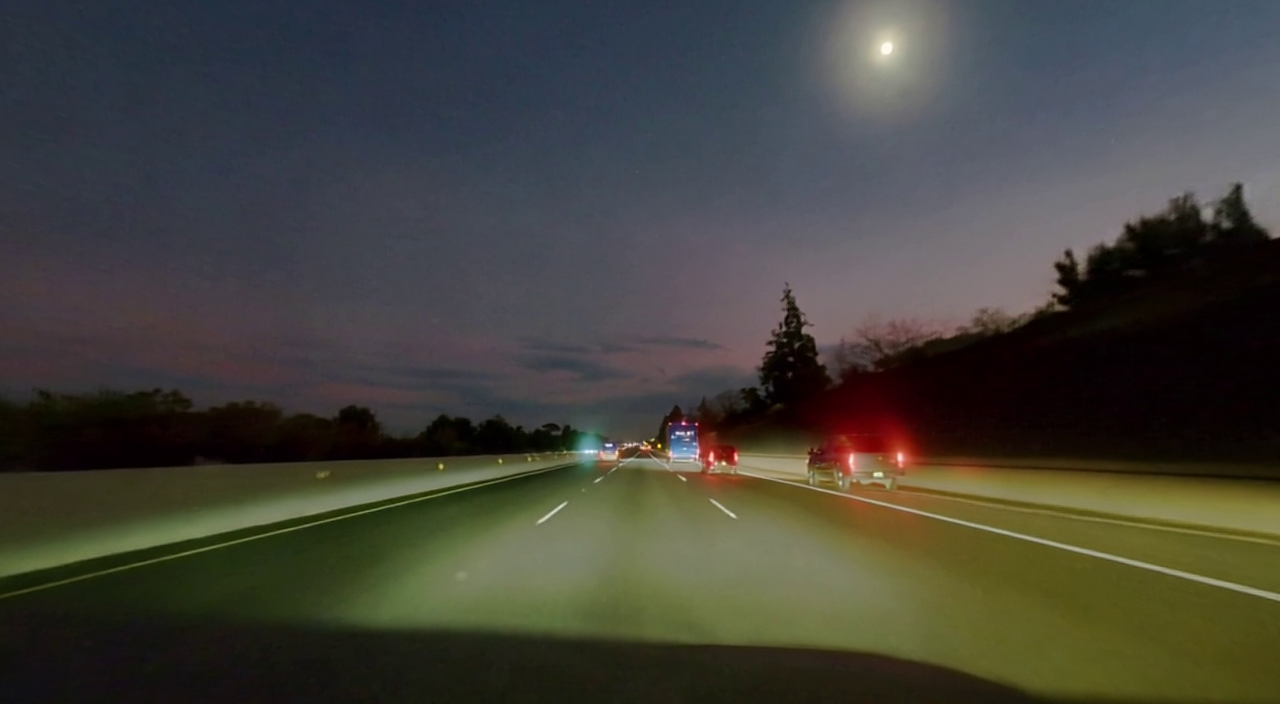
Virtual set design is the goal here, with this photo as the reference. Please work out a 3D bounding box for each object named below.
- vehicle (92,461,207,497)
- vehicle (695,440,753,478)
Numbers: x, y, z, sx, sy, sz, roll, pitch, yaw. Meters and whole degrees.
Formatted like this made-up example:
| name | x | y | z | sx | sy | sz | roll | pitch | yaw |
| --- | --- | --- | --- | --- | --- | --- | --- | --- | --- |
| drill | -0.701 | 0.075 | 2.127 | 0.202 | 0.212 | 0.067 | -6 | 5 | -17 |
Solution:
| name | x | y | z | sx | sy | sz | roll | pitch | yaw |
| --- | --- | --- | --- | --- | --- | --- | --- | --- | --- |
| vehicle | -23.407 | 6.039 | 30.363 | 1.859 | 1.486 | 4.522 | 0 | -9 | 1 |
| vehicle | 3.877 | 5.064 | 29.951 | 2.066 | 1.638 | 4.158 | 0 | -9 | -1 |
